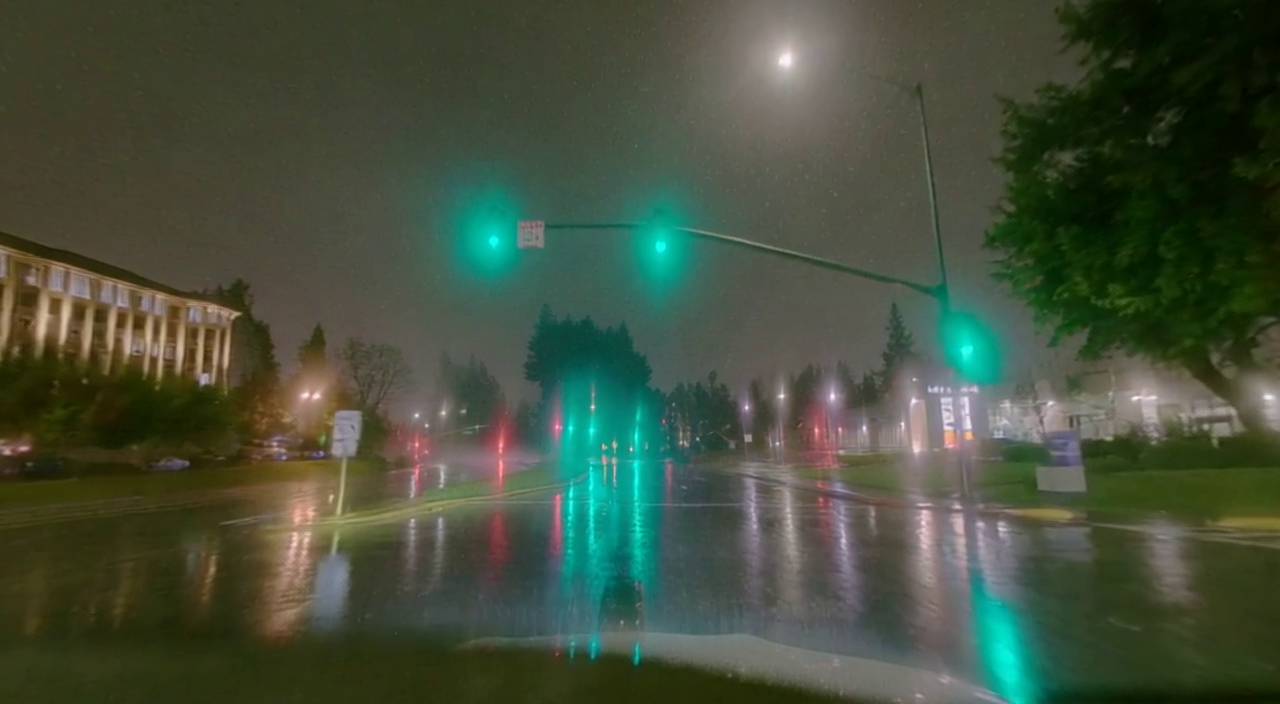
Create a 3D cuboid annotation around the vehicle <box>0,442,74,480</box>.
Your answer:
[{"bbox_3d":[-29.222,4.984,28.990,4.371,1.671,2.009,0,-9,1],"label":"vehicle"}]

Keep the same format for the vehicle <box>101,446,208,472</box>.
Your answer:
[{"bbox_3d":[-28.938,6.407,37.634,4.652,1.489,1.992,0,-9,-2],"label":"vehicle"}]
